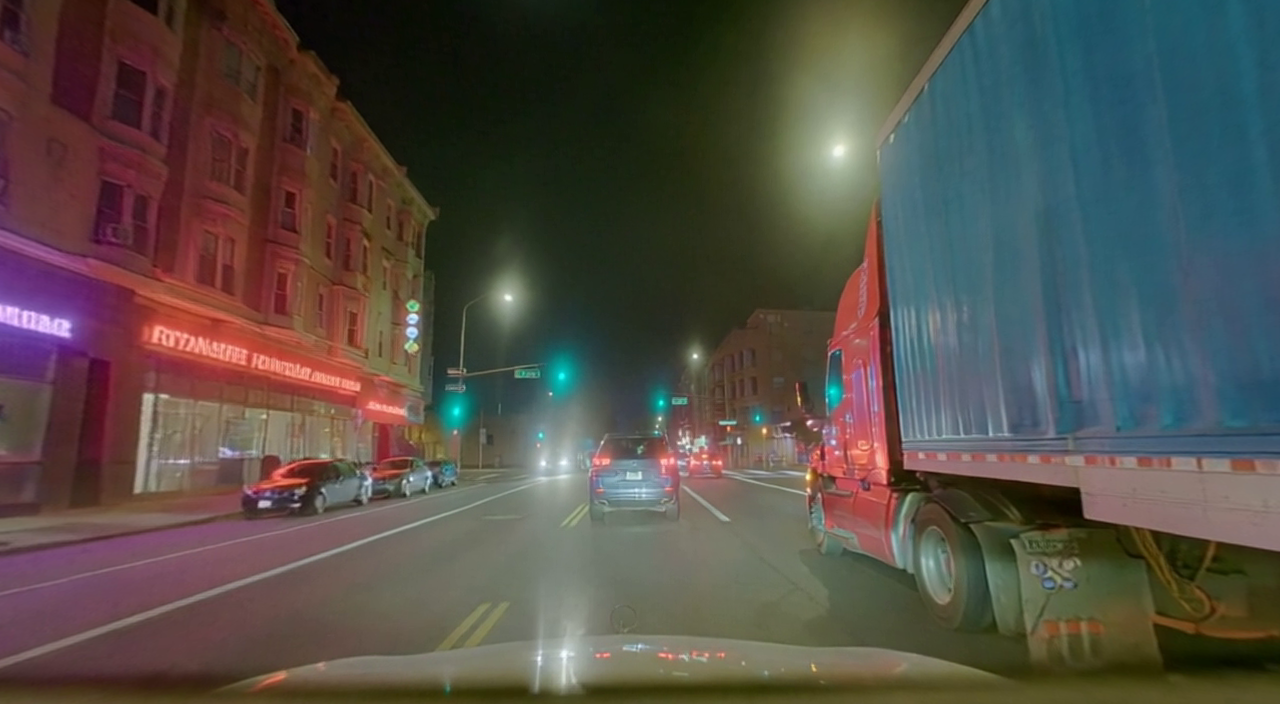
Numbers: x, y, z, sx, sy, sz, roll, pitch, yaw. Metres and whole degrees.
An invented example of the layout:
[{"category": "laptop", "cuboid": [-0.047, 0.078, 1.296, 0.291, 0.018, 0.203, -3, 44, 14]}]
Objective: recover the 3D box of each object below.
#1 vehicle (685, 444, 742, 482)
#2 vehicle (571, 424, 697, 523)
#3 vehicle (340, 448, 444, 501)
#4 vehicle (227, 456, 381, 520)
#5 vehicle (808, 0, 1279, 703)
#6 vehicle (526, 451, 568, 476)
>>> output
[{"category": "vehicle", "cuboid": [3.450, 5.292, 30.491, 2.159, 1.696, 4.316, 0, -8, -1]}, {"category": "vehicle", "cuboid": [-0.078, 2.554, 13.822, 2.283, 1.783, 4.548, 0, -8, 1]}, {"category": "vehicle", "cuboid": [-8.869, 4.366, 23.067, 2.084, 1.686, 4.422, 0, -8, -1]}, {"category": "vehicle", "cuboid": [-8.753, 3.540, 16.973, 1.805, 1.379, 4.359, 0, -8, -1]}, {"category": "vehicle", "cuboid": [3.244, -0.180, 1.875, 2.913, 3.771, 9.716, 0, -8, 1]}, {"category": "vehicle", "cuboid": [-5.856, 7.069, 40.324, 1.947, 1.462, 4.640, 0, -8, 1]}]
